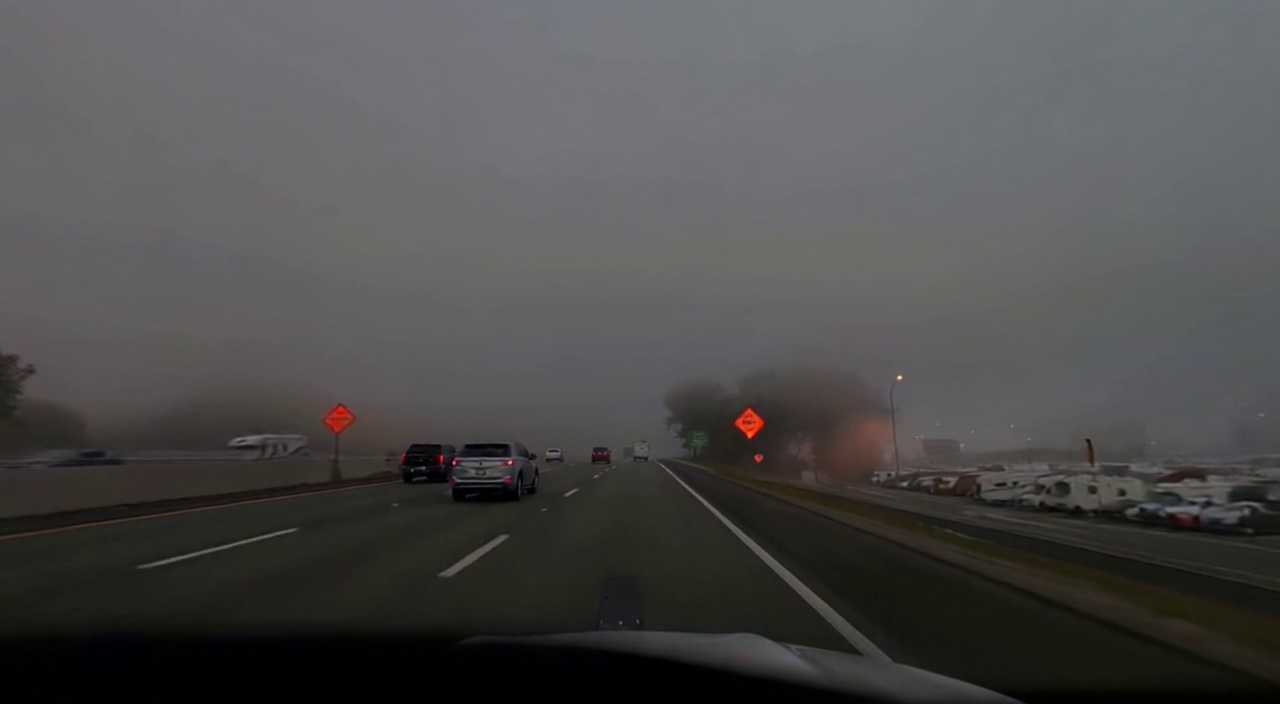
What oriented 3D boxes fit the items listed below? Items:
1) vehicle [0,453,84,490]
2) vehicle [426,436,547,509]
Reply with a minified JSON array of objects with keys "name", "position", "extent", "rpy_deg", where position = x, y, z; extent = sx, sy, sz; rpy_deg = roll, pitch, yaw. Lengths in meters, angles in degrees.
[{"name":"vehicle","position":[-29.701,5.678,30.119],"extent":[1.863,1.612,4.639],"rpy_deg":[0,-9,2]},{"name":"vehicle","position":[-3.882,3.128,16.771],"extent":[2.070,1.665,4.213],"rpy_deg":[0,-9,1]}]
